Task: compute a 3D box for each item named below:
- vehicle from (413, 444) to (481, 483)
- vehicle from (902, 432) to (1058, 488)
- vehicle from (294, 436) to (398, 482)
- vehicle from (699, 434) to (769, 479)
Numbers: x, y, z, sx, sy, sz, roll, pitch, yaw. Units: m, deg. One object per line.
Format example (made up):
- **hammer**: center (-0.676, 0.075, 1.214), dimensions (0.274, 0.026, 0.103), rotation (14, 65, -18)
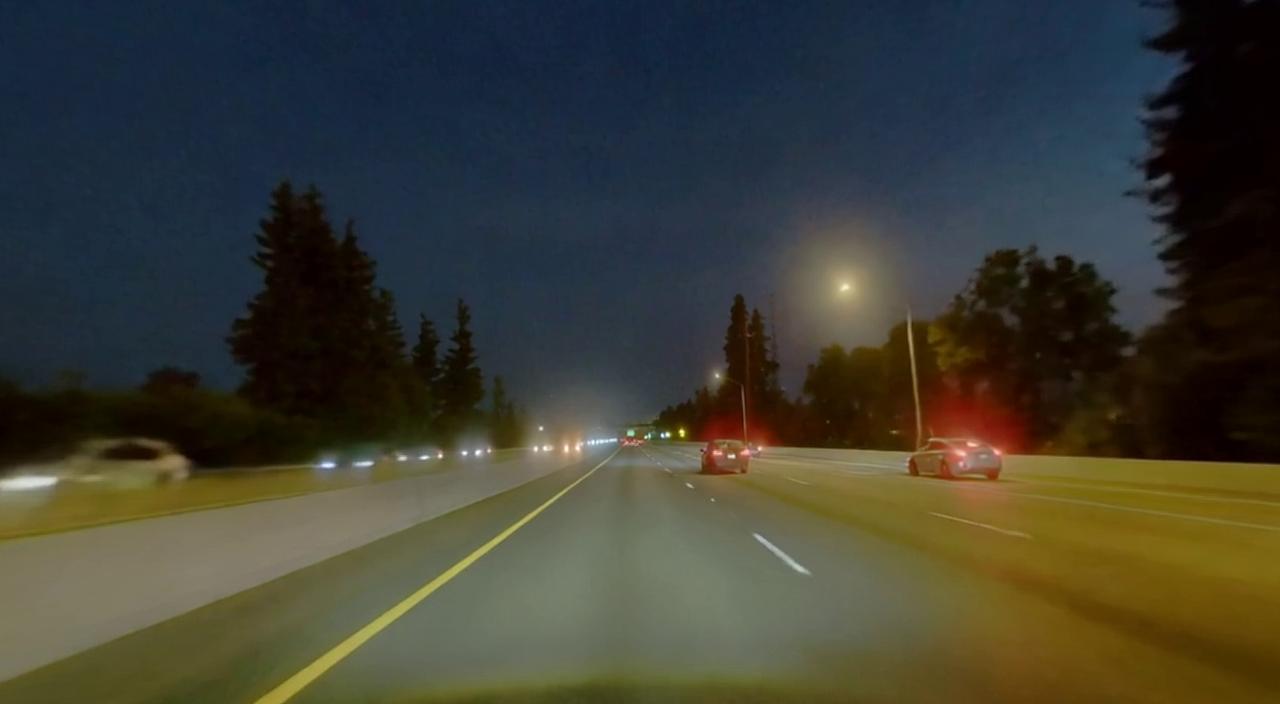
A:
- **vehicle**: center (-7.330, 4.233, 24.328), dimensions (1.530, 1.369, 3.450), rotation (0, -8, 0)
- **vehicle**: center (10.452, 3.366, 20.005), dimensions (1.987, 1.502, 5.130), rotation (0, -8, -1)
- **vehicle**: center (-11.478, 4.200, 25.078), dimensions (1.951, 1.628, 4.636), rotation (0, -8, -1)
- **vehicle**: center (3.628, 4.118, 25.163), dimensions (2.018, 1.600, 4.121), rotation (0, -8, -2)
